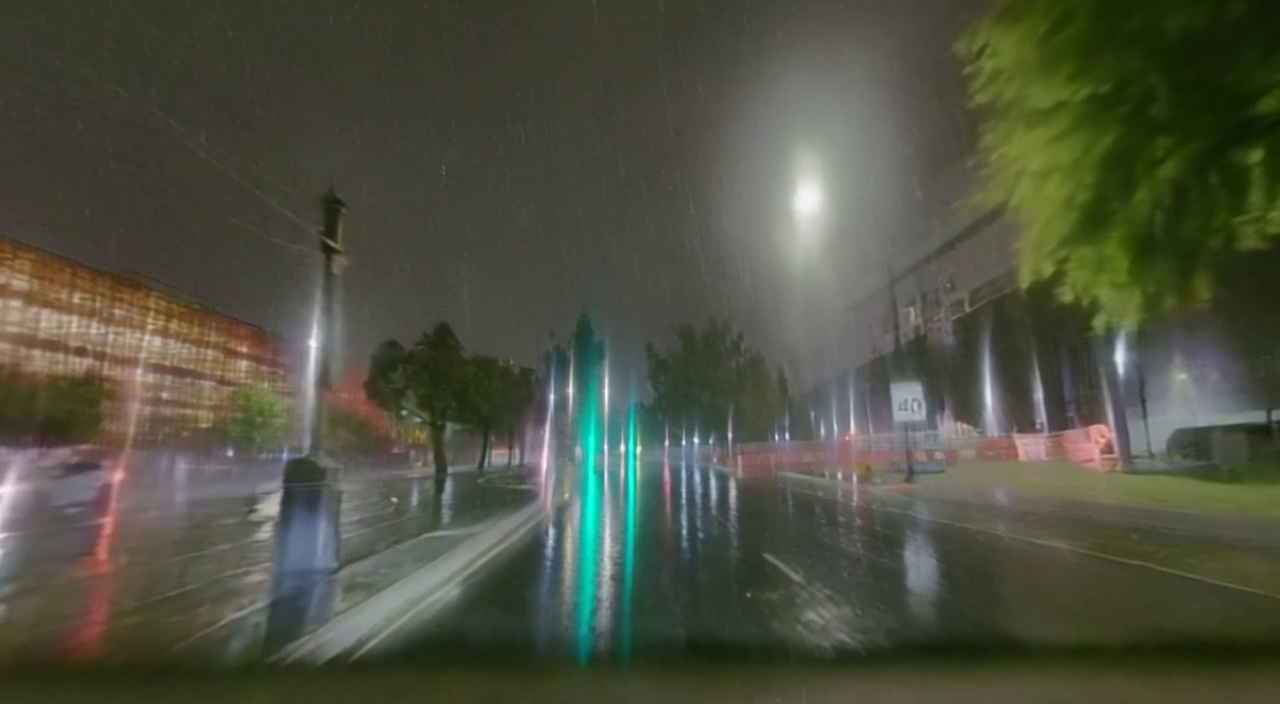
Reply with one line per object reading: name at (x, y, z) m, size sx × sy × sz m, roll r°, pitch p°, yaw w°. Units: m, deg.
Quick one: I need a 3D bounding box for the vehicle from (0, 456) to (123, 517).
vehicle at (-18.101, 3.907, 18.767) m, size 1.877 × 1.557 × 4.423 m, roll 0°, pitch -9°, yaw -3°
